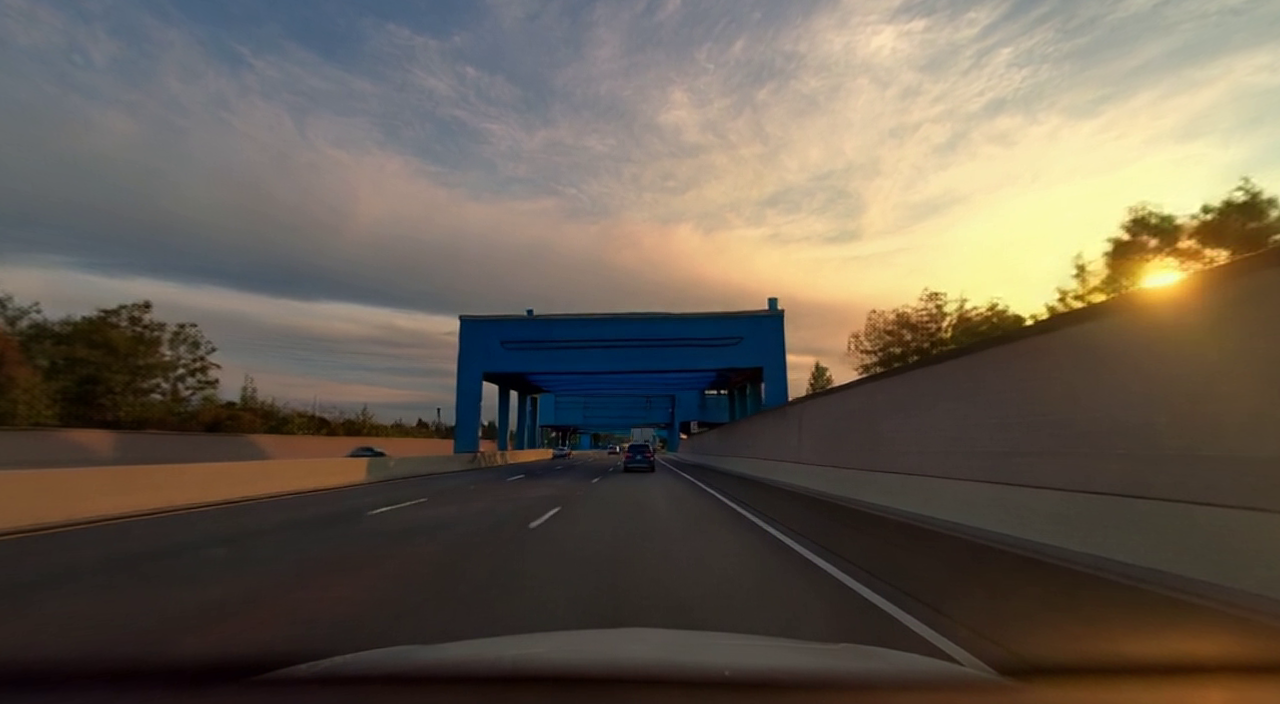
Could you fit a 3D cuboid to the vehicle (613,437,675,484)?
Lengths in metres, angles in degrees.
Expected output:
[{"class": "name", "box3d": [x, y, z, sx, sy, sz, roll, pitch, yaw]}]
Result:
[{"class": "vehicle", "box3d": [0.146, 4.392, 25.851, 2.299, 1.716, 4.579, 0, -9, 0]}]
